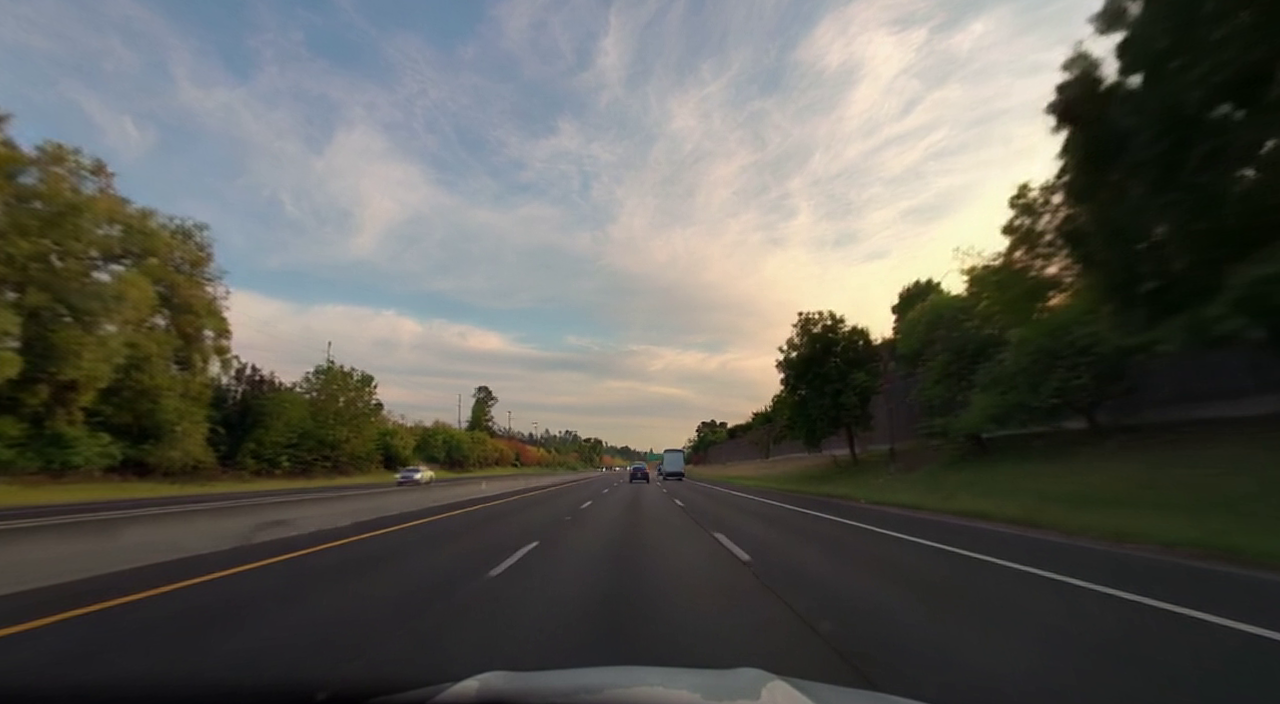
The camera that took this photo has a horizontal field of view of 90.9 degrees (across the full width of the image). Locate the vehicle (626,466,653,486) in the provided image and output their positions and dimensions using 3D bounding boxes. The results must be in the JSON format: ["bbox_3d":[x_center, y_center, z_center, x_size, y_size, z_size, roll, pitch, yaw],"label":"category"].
[{"bbox_3d":[-0.083,9.739,49.503,2.015,1.478,3.920,1,-10,-1],"label":"vehicle"}]
